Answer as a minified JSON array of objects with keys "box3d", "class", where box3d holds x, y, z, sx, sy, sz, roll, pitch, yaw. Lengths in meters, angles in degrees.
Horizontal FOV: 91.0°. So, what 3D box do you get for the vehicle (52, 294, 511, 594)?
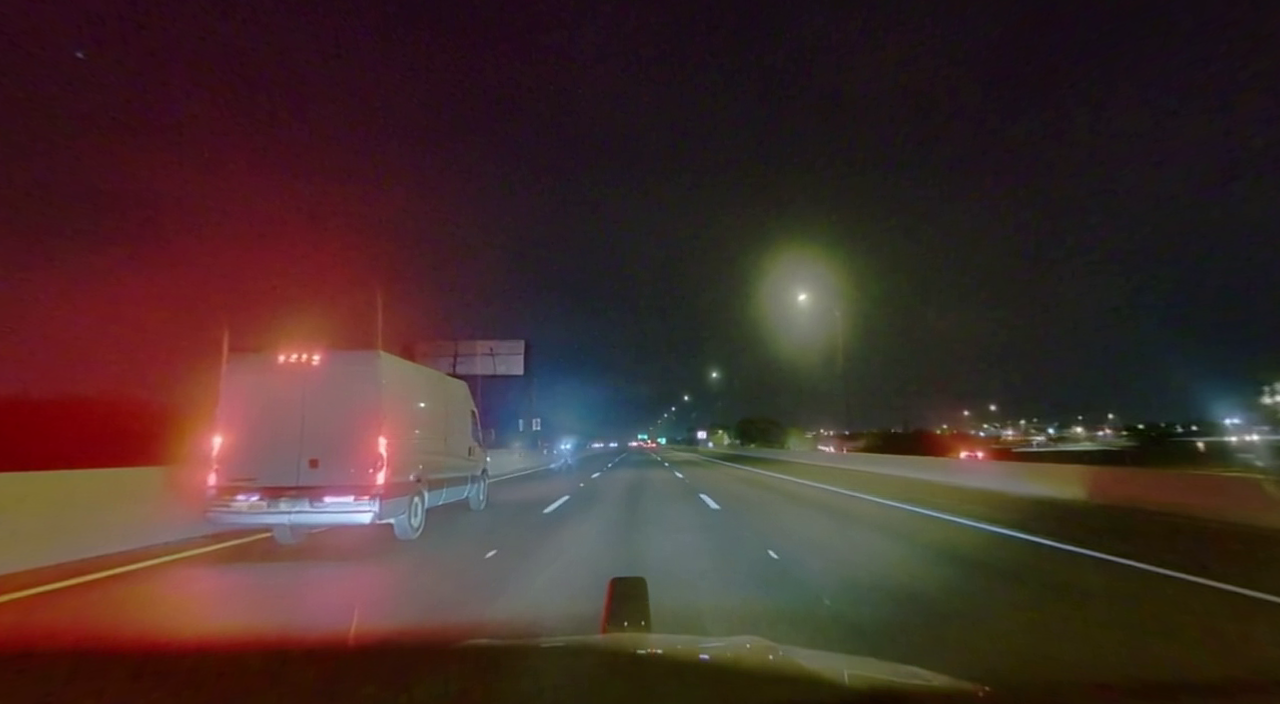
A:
[{"box3d":[-3.746,1.238,8.815,2.443,2.586,6.701,0,-8,0],"class":"vehicle"}]
